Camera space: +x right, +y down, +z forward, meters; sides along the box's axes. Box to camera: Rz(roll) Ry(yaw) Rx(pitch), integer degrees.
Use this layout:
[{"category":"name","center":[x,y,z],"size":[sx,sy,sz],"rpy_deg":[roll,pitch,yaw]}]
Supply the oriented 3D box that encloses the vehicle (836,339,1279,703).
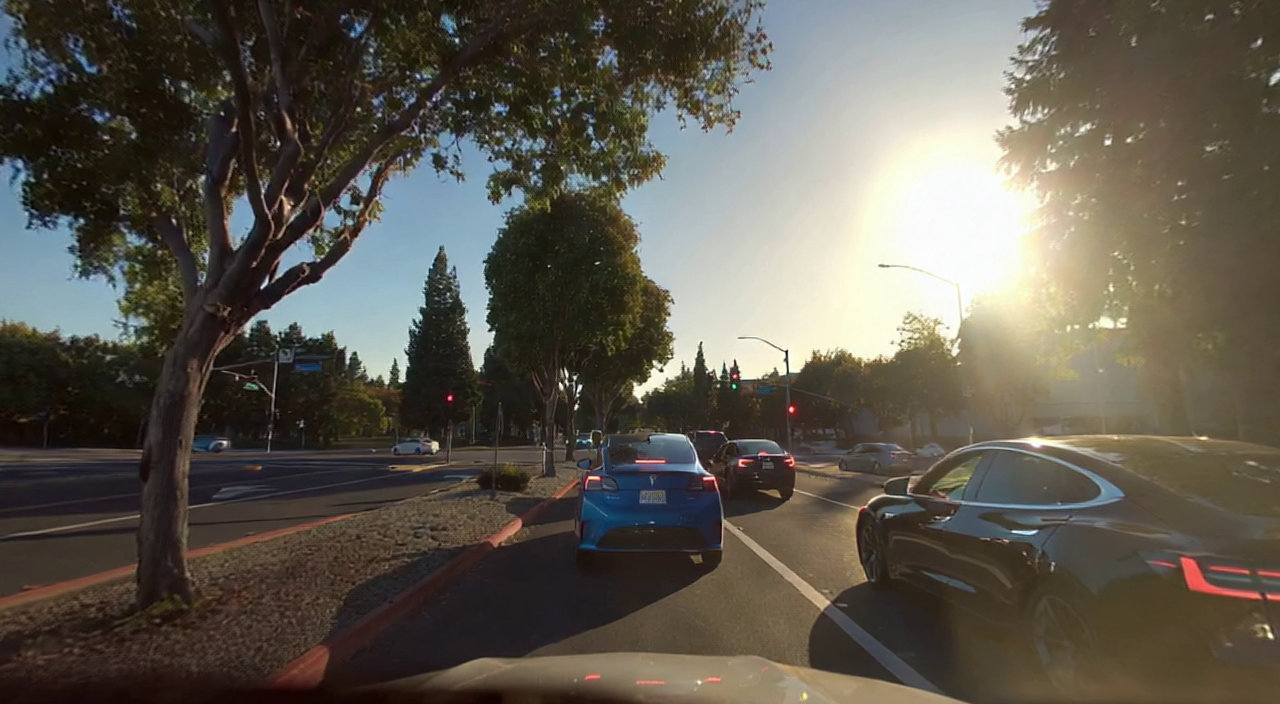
[{"category":"vehicle","center":[3.182,1.109,4.305],"size":[2.167,1.676,4.443],"rpy_deg":[0,-8,-1]}]

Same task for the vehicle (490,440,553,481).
[{"category":"vehicle","center":[-4.630,4.284,25.265],"size":[1.972,1.457,4.171],"rpy_deg":[0,-8,-4]}]

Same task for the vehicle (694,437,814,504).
[{"category":"vehicle","center":[2.697,2.920,16.035],"size":[2.058,1.466,4.208],"rpy_deg":[0,-8,-3]}]

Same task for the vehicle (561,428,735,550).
[{"category":"vehicle","center":[0.036,2.014,10.014],"size":[2.147,1.499,4.240],"rpy_deg":[0,-8,-2]}]

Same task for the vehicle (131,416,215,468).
[{"category":"vehicle","center":[-29.256,5.657,39.706],"size":[2.608,2.990,3.026],"rpy_deg":[2,-8,1]}]
